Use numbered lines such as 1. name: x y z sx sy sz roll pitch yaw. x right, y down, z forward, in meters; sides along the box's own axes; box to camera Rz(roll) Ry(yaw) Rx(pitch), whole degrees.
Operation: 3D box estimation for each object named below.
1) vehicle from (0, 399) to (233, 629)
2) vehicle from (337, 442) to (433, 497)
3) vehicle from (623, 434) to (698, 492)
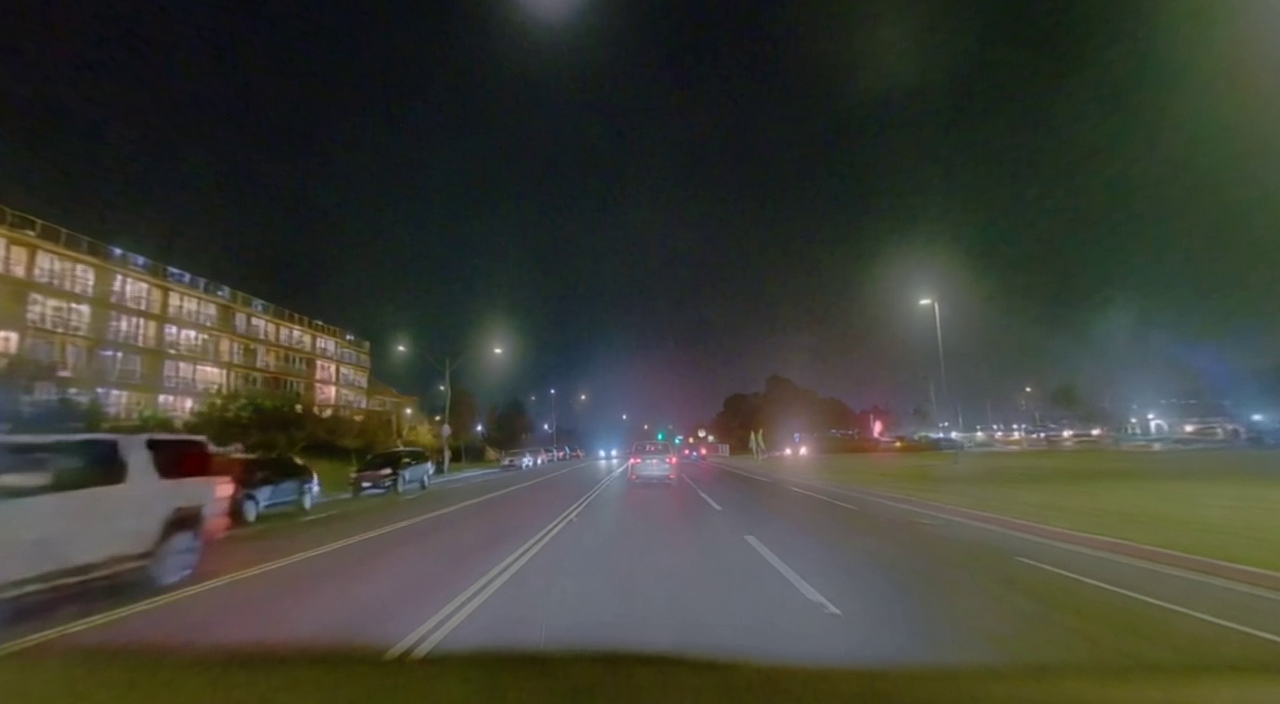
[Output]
1. vehicle: -6.204 1.370 5.463 2.065 1.838 4.846 -1 -9 0
2. vehicle: -10.094 4.642 25.338 2.032 1.833 4.465 -3 -8 0
3. vehicle: 0.607 3.459 19.935 2.132 1.632 3.838 -1 -8 1
